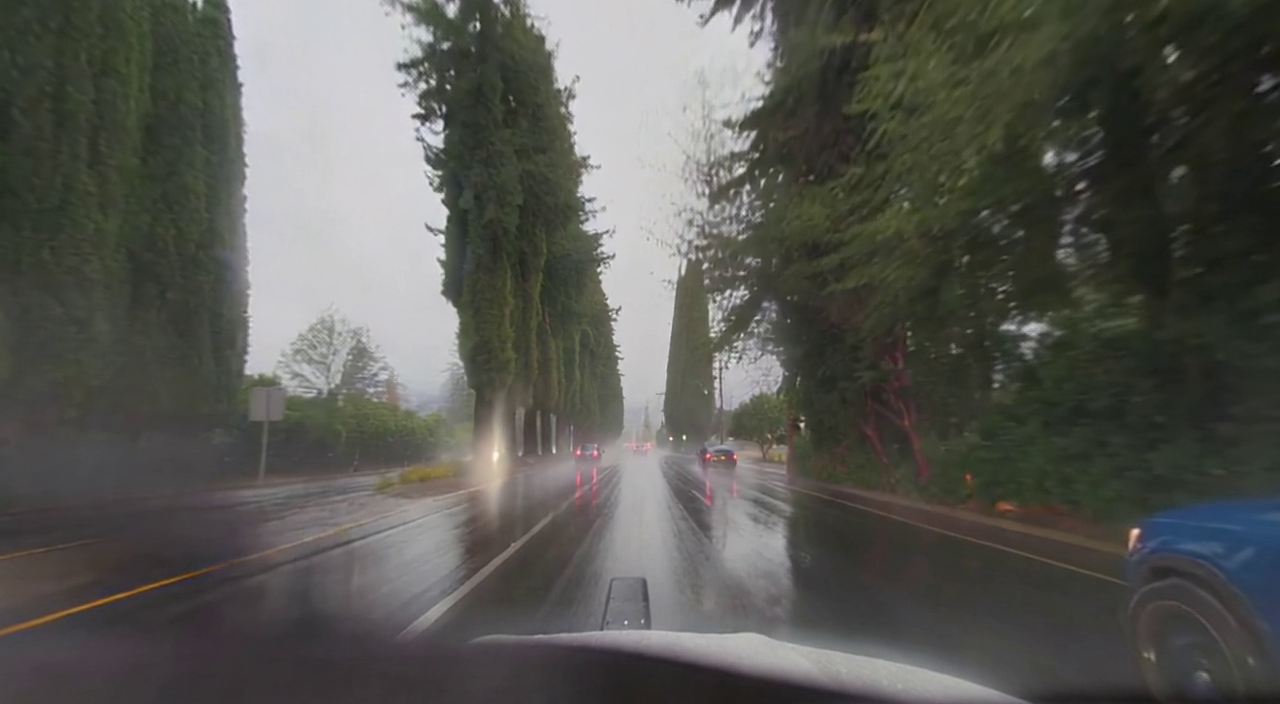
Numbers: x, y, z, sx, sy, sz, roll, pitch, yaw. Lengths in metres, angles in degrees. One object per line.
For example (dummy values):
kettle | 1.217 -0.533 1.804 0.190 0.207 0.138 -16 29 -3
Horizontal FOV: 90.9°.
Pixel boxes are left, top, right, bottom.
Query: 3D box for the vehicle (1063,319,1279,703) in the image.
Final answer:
vehicle | 3.390 0.593 1.125 2.182 1.744 4.464 0 -8 1

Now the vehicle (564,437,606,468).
vehicle | -3.260 6.112 38.427 2.066 1.725 4.241 0 -8 1

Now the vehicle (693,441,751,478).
vehicle | 3.494 4.646 27.611 1.906 1.468 4.422 0 -8 -1
